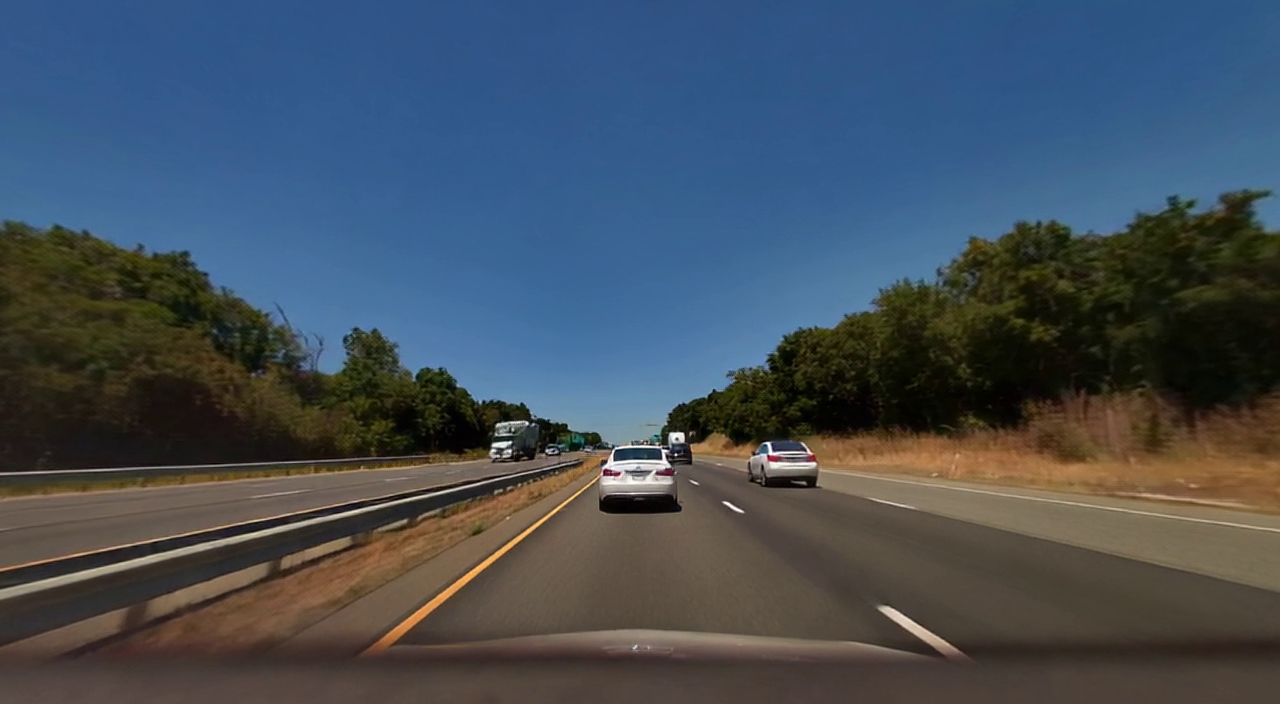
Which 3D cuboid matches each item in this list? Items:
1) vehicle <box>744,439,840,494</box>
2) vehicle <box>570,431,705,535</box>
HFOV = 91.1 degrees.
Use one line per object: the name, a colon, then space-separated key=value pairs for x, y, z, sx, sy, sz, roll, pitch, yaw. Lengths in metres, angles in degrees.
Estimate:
vehicle: x=4.631 y=3.537 z=19.783 sx=1.931 sy=1.516 sz=3.995 roll=0 pitch=-9 yaw=-1
vehicle: x=-0.077 y=2.322 z=11.657 sx=2.088 sy=1.580 sz=3.657 roll=0 pitch=-9 yaw=-1
